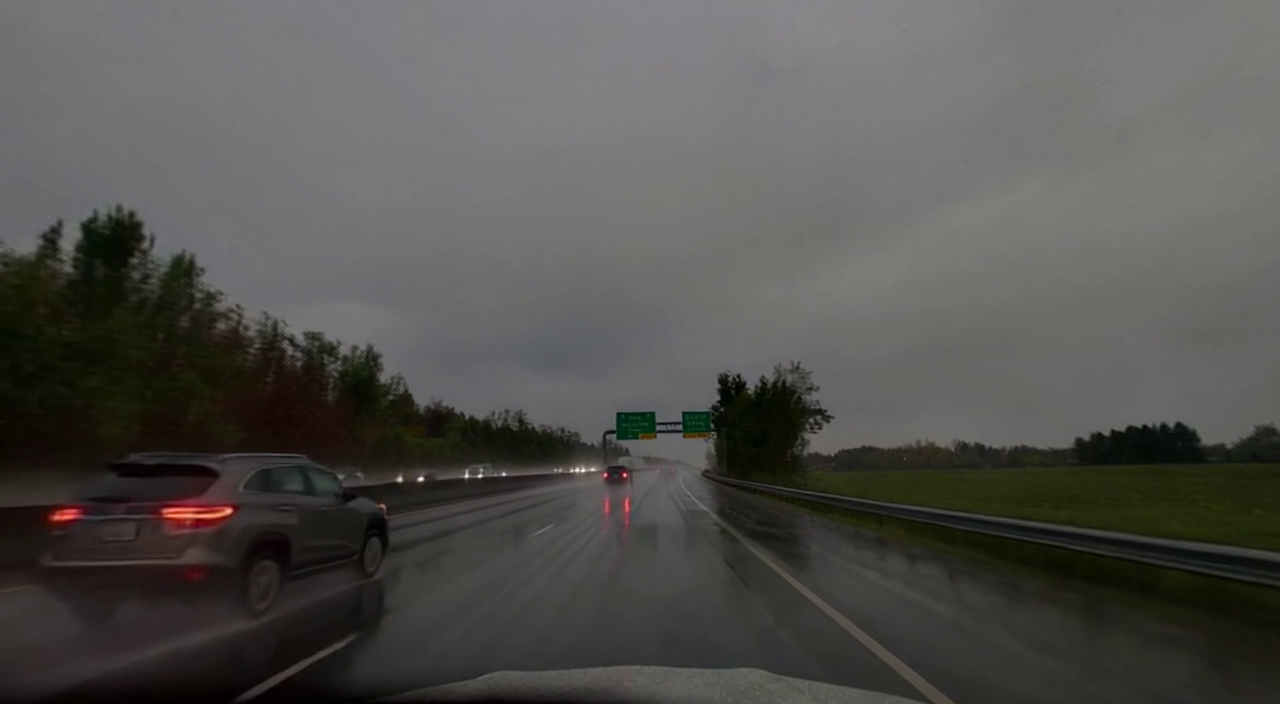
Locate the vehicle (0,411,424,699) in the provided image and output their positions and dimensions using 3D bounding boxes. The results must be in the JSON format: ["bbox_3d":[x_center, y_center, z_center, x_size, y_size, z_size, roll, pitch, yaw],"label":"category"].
[{"bbox_3d":[-3.958,1.550,5.936,2.063,1.556,4.740,1,-11,1],"label":"vehicle"}]

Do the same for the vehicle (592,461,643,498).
[{"bbox_3d":[-0.979,5.992,29.769,2.000,1.594,3.996,1,-11,4],"label":"vehicle"}]
